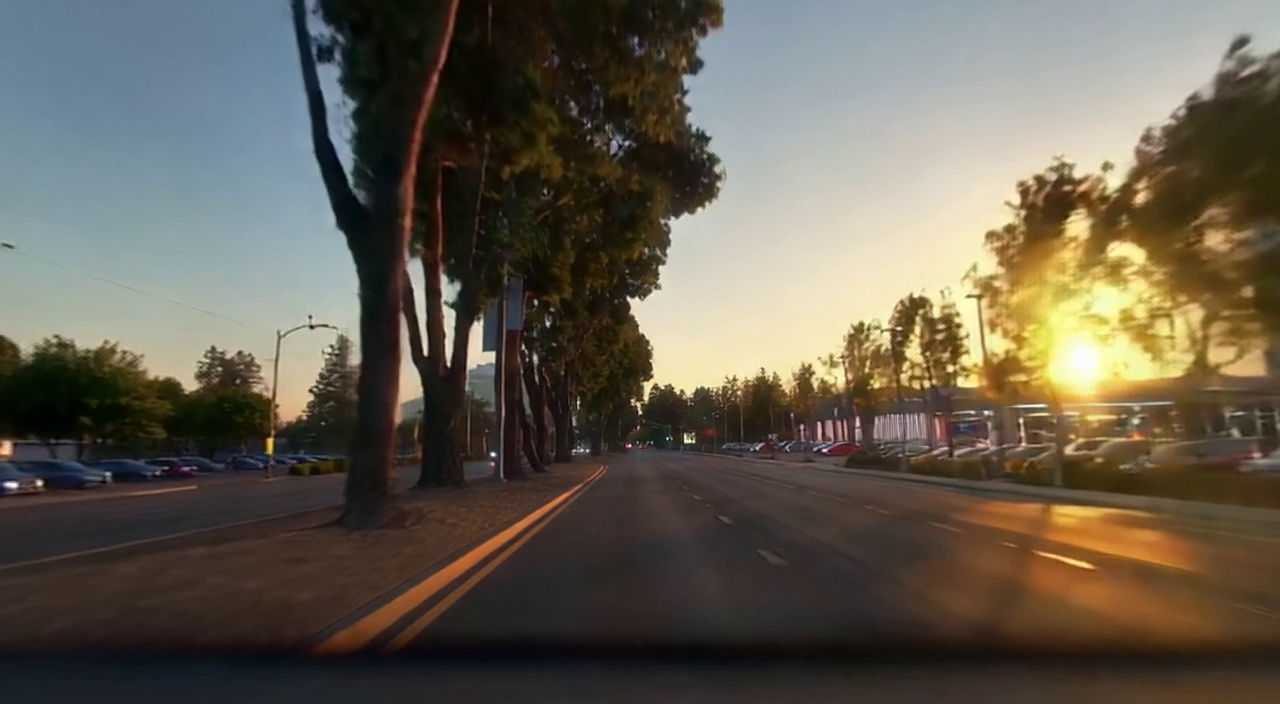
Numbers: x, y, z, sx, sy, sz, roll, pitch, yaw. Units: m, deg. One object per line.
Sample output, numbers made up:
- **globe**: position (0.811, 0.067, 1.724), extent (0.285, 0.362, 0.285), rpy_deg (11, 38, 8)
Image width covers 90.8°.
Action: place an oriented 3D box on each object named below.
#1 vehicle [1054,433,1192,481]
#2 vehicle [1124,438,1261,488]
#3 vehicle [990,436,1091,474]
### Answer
- **vehicle**: position (17.664, 3.820, 23.073), extent (4.741, 1.584, 1.958), rpy_deg (4, -11, -26)
- **vehicle**: position (18.007, 3.563, 20.579), extent (3.882, 1.455, 1.858), rpy_deg (4, -9, -26)
- **vehicle**: position (18.354, 4.702, 28.952), extent (4.197, 1.612, 1.784), rpy_deg (4, -9, -25)
